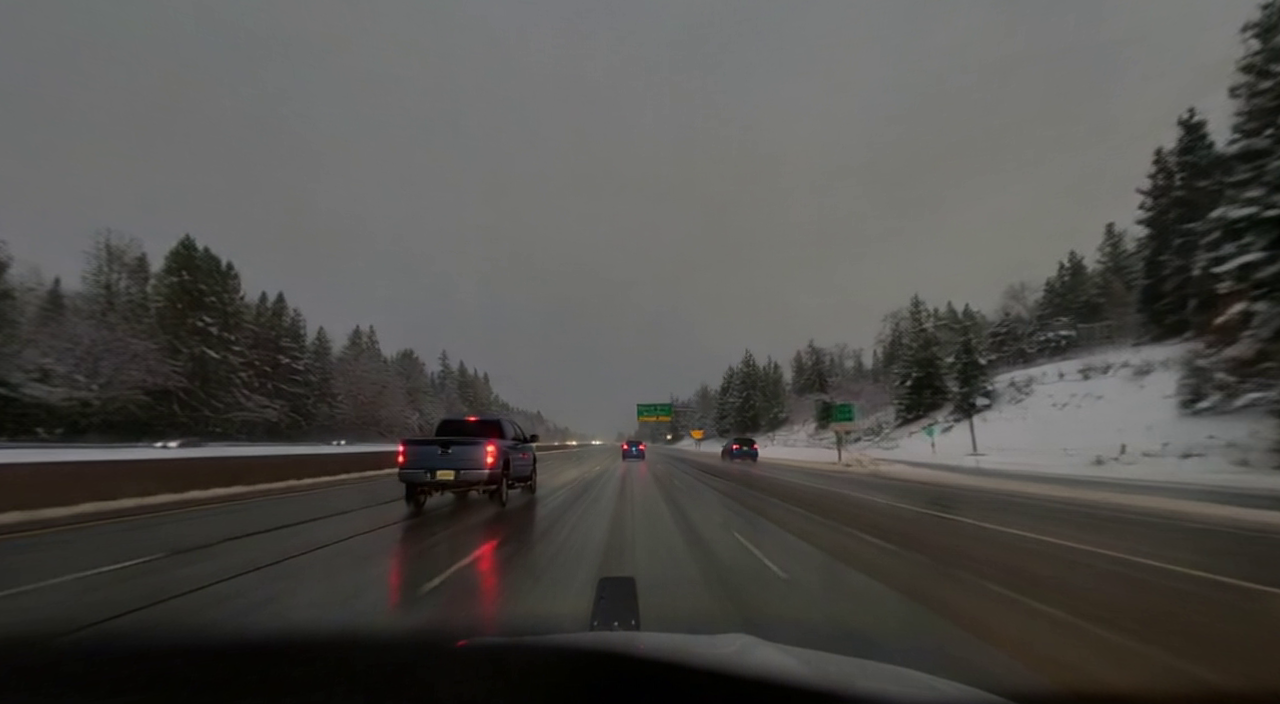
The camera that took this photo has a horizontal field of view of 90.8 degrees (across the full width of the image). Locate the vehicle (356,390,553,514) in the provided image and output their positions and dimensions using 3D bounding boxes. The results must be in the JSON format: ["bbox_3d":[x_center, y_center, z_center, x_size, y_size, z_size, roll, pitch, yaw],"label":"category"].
[{"bbox_3d":[-3.696,2.222,14.243,2.592,2.179,6.034,0,-9,0],"label":"vehicle"}]

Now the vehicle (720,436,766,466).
[{"bbox_3d":[6.771,6.605,42.284,2.103,1.898,5.310,0,-9,-1],"label":"vehicle"}]

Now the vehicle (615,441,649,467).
[{"bbox_3d":[-0.537,6.771,42.183,2.157,1.642,4.189,0,-9,-2],"label":"vehicle"}]
